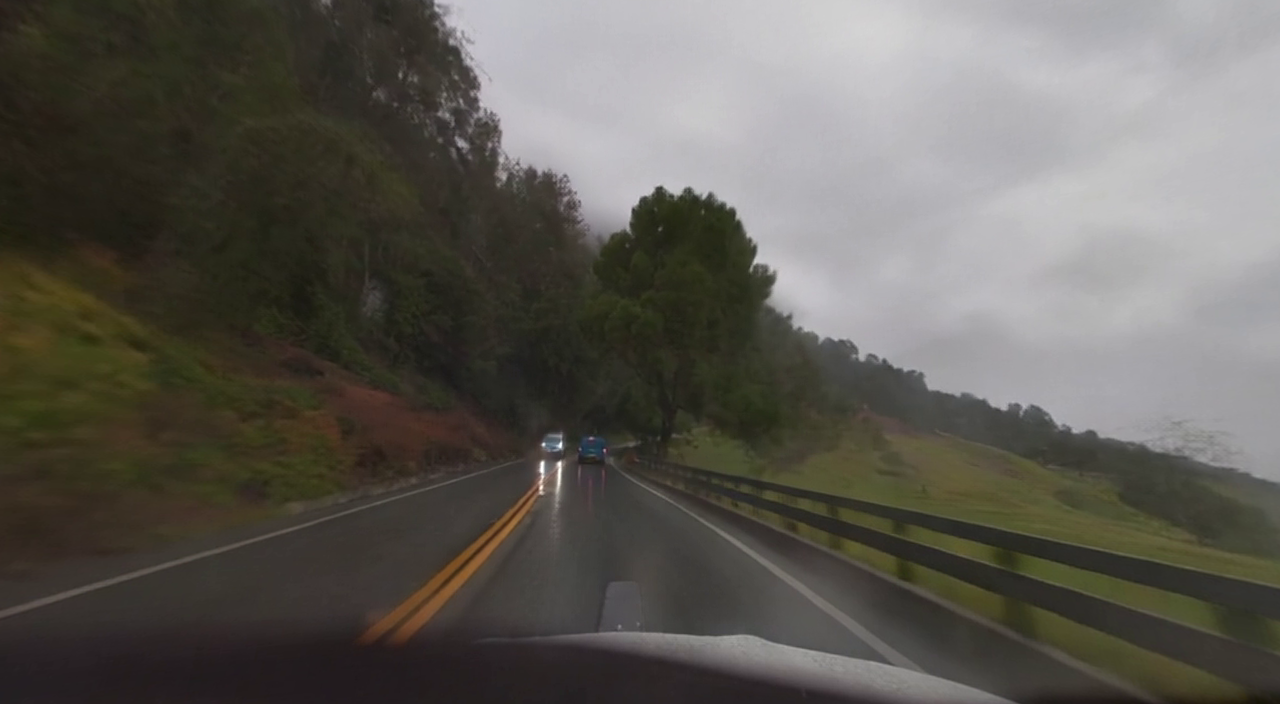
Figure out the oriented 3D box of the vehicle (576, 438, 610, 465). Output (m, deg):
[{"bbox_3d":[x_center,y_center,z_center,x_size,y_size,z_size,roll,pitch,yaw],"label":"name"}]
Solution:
[{"bbox_3d":[-3.614,7.558,48.067,2.439,1.912,5.605,1,-9,-6],"label":"vehicle"}]
